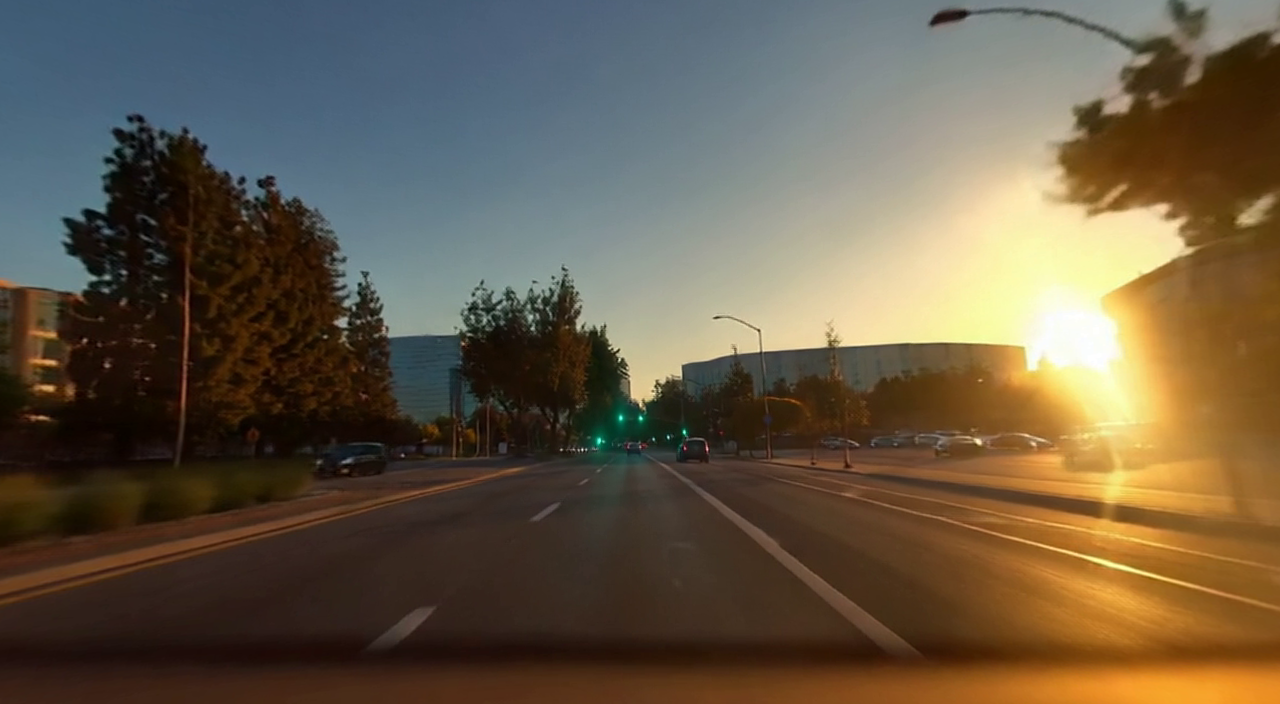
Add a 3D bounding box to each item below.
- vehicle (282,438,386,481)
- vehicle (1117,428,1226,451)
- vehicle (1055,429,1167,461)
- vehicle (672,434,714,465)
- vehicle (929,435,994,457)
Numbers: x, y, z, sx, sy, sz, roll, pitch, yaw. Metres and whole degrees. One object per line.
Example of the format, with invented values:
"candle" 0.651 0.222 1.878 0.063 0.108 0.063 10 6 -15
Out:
"vehicle" -12.773 4.470 26.753 1.975 1.638 4.706 0 -8 1
"vehicle" 34.512 5.688 41.104 4.993 1.444 2.237 -1 -8 2
"vehicle" 22.970 4.543 30.940 3.845 1.471 2.043 0 -8 0
"vehicle" 3.198 5.999 39.081 2.069 1.761 4.610 0 -8 -1
"vehicle" 23.169 6.789 45.628 3.661 1.417 1.783 -1 -8 -1
